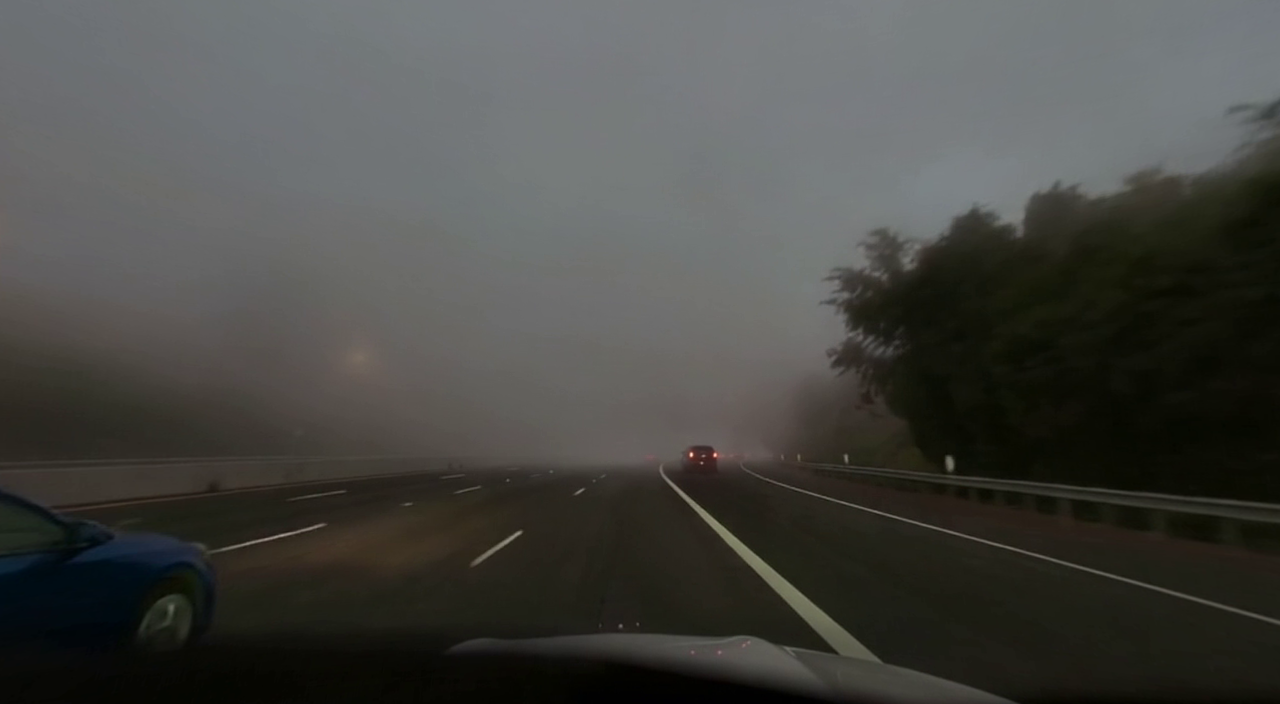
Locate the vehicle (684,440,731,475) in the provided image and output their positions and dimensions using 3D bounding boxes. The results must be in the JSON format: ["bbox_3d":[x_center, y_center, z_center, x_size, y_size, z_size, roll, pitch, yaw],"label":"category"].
[{"bbox_3d":[3.772,5.985,35.794,2.225,1.833,4.340,0,-9,1],"label":"vehicle"}]

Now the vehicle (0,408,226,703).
[{"bbox_3d":[-3.505,0.840,1.567,1.937,1.490,4.372,0,-9,0],"label":"vehicle"}]
